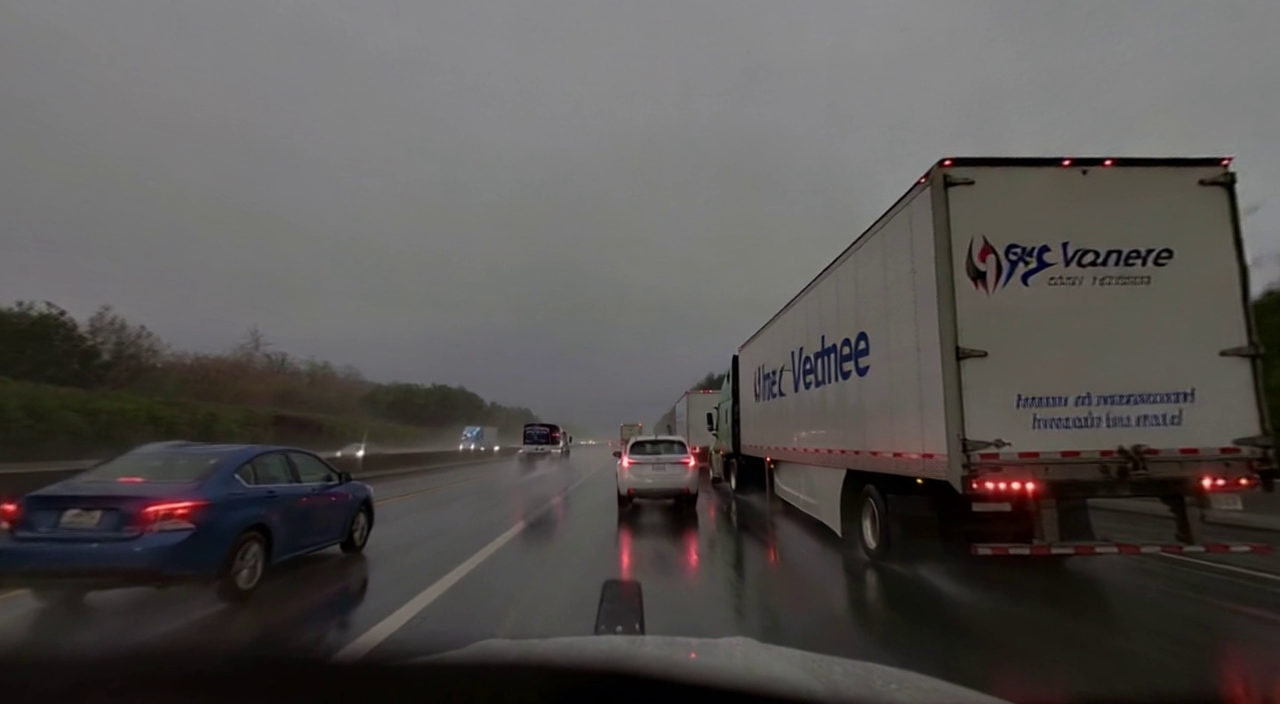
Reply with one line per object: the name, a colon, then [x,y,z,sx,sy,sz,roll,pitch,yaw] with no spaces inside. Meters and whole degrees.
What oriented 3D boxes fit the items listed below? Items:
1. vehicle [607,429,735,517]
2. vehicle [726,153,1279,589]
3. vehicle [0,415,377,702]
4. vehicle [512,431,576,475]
vehicle: [0.450,2.385,13.057,2.200,1.495,4.282,0,-8,-2]
vehicle: [4.344,1.063,13.011,2.883,4.070,14.423,0,-8,-1]
vehicle: [-4.400,1.398,5.638,2.100,1.491,4.676,0,-8,0]
vehicle: [-3.951,4.235,26.768,2.006,1.729,4.447,0,-8,0]
